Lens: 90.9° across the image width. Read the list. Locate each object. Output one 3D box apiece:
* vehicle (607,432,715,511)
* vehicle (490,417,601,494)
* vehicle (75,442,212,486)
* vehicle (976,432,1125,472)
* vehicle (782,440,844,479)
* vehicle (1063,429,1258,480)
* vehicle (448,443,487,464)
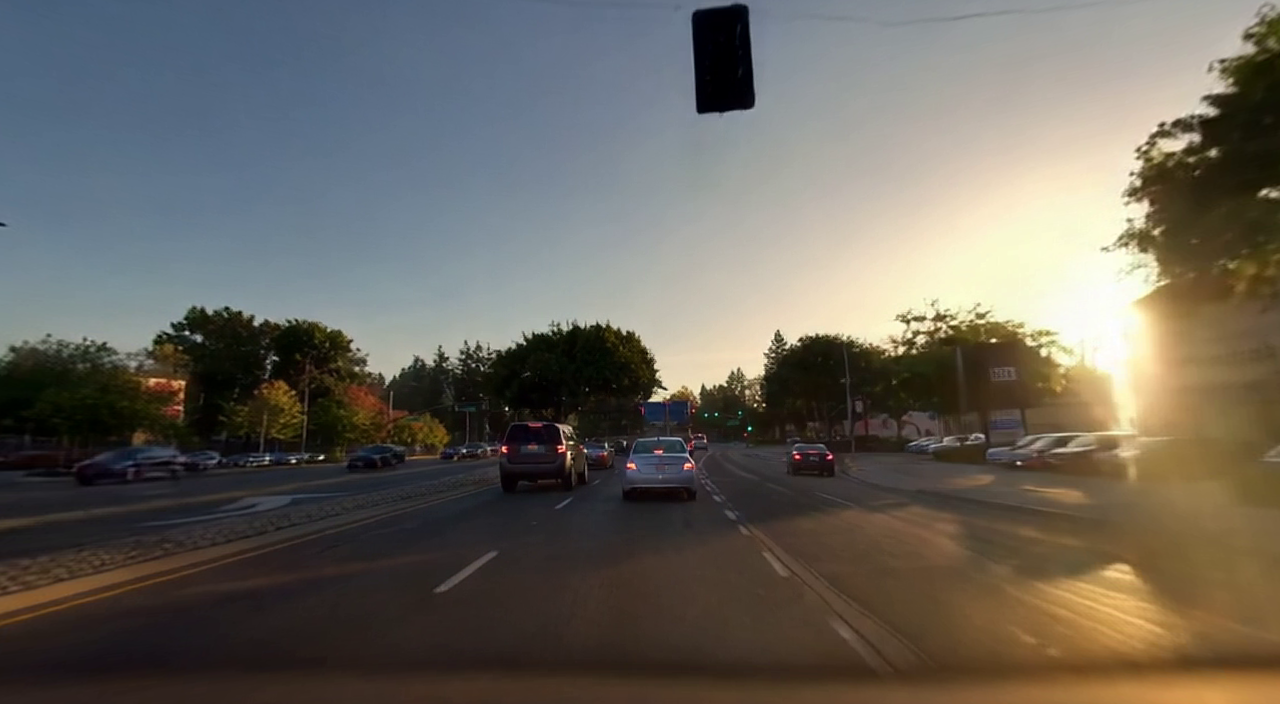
[{"bbox_3d":[0.384,2.600,14.161,2.061,1.494,4.079,0,-8,-1],"label":"vehicle"},{"bbox_3d":[-2.588,3.034,18.744,2.289,1.935,5.227,0,-8,2],"label":"vehicle"},{"bbox_3d":[-19.159,4.319,24.629,1.933,1.534,4.270,0,-9,-2],"label":"vehicle"},{"bbox_3d":[15.640,3.822,24.173,4.436,1.466,1.875,0,-9,-2],"label":"vehicle"},{"bbox_3d":[7.160,4.472,26.470,1.900,1.507,4.151,-1,-9,7],"label":"vehicle"},{"bbox_3d":[16.152,3.198,19.742,4.323,1.496,1.937,0,-9,0],"label":"vehicle"},{"bbox_3d":[-13.276,7.810,48.636,2.011,1.456,4.143,0,-9,-3],"label":"vehicle"}]
